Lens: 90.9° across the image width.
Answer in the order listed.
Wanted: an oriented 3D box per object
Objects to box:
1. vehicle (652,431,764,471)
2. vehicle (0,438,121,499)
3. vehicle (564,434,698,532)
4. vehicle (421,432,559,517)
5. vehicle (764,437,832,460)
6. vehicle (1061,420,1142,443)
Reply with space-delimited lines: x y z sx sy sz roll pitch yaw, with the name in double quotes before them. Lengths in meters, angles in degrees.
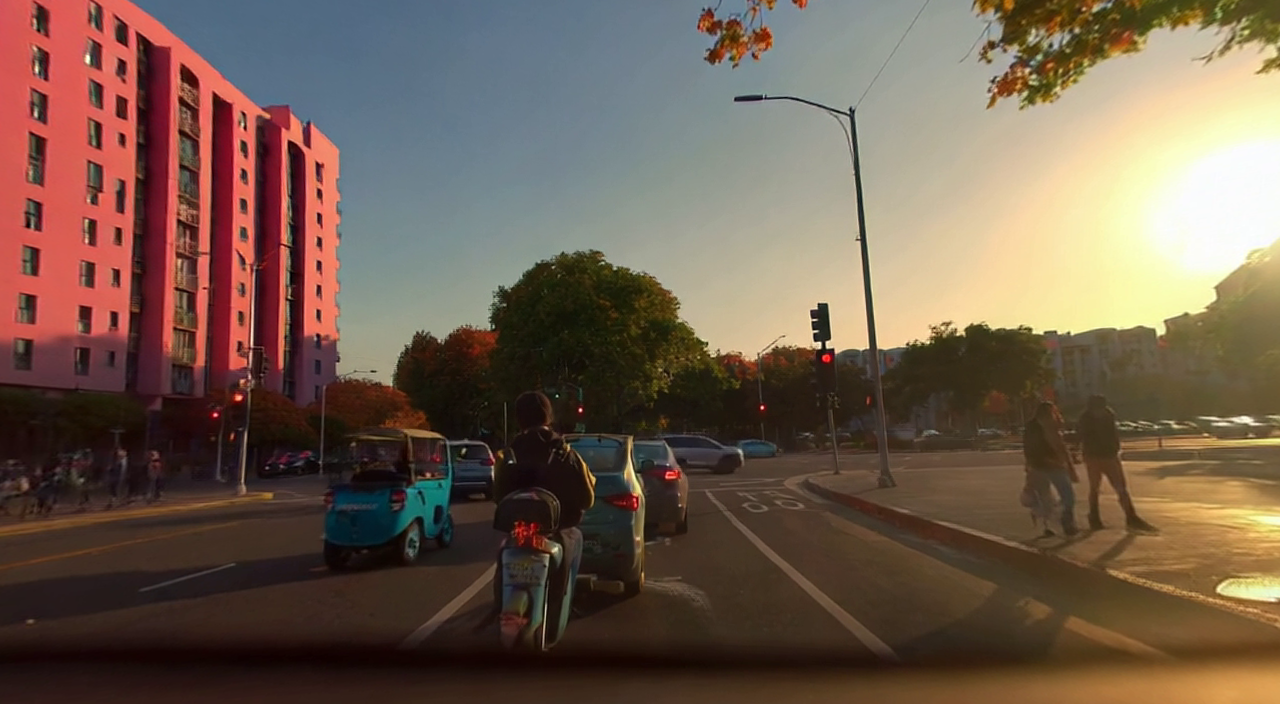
"vehicle" 3.351 4.864 30.870 5.226 1.840 2.016 -2 -9 13
"vehicle" -28.915 5.661 30.345 5.890 2.393 2.346 -5 -7 0
"vehicle" -0.102 2.297 11.617 2.025 1.458 4.085 -1 -9 1
"vehicle" -3.162 2.677 14.224 1.935 1.615 4.073 -1 -9 3
"vehicle" 10.440 6.425 41.918 1.862 1.456 4.661 4 -9 -24
"vehicle" 30.806 5.337 42.135 1.751 1.420 4.027 8 -12 -43
